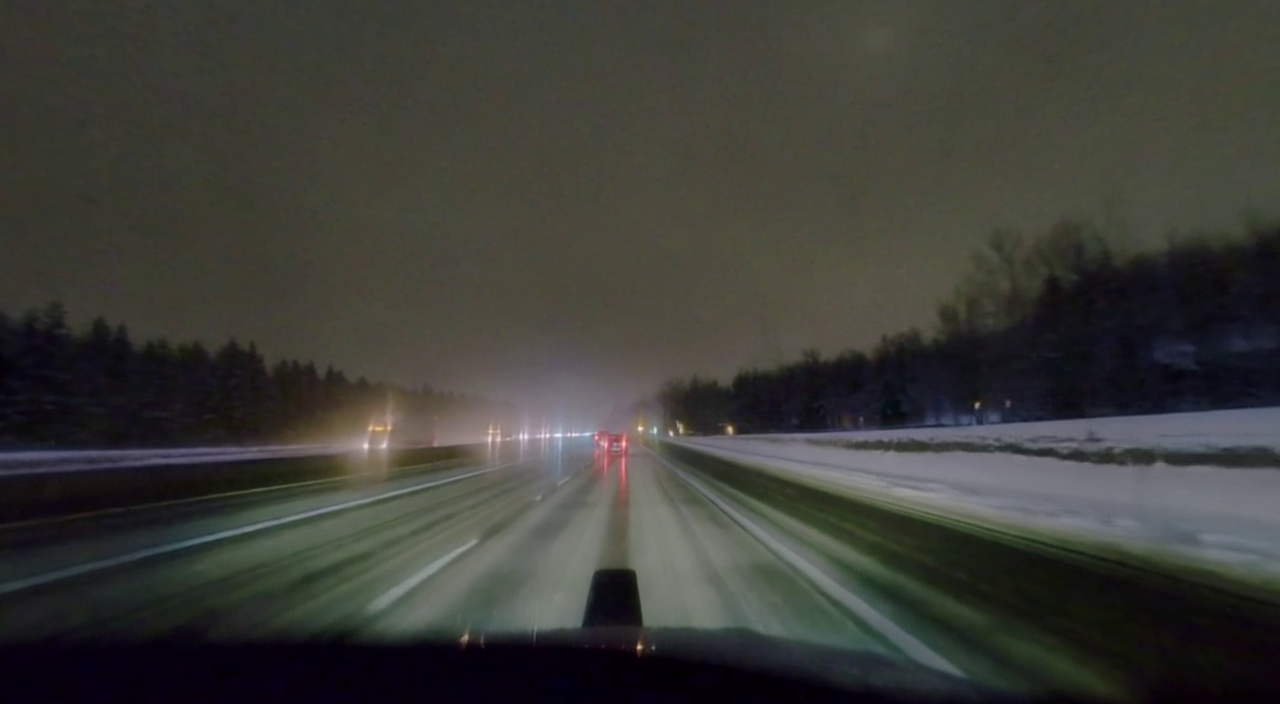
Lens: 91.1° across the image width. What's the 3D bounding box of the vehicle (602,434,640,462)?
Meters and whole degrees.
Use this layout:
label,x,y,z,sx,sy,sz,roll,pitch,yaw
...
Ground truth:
label,x,y,z,sx,sy,sz,roll,pitch,yaw
vehicle,-1.048,5.266,34.712,1.948,1.470,3.913,0,-8,-2
